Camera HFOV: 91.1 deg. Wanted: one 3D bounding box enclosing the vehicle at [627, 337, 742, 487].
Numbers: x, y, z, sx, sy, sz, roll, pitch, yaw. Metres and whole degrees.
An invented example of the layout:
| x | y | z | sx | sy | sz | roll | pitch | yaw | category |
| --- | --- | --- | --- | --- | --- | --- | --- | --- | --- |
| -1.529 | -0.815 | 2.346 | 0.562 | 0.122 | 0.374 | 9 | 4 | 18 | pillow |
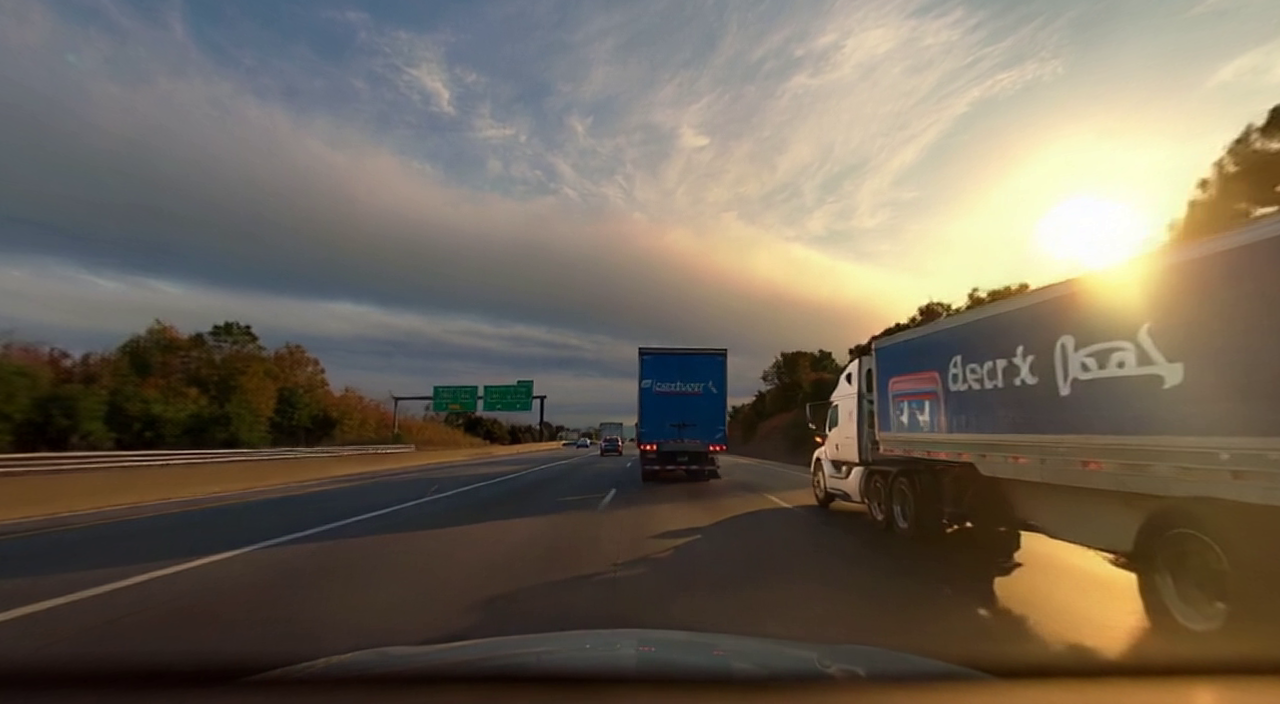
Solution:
| x | y | z | sx | sy | sz | roll | pitch | yaw | category |
| --- | --- | --- | --- | --- | --- | --- | --- | --- | --- |
| 1.170 | 2.173 | 21.161 | 2.920 | 3.860 | 10.035 | 0 | -8 | 1 | vehicle |

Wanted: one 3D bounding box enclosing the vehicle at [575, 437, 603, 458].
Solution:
| x | y | z | sx | sy | sz | roll | pitch | yaw | category |
| --- | --- | --- | --- | --- | --- | --- | --- | --- | --- |
| -3.909 | 7.323 | 48.568 | 2.075 | 1.509 | 3.835 | 0 | -8 | -3 | vehicle |
